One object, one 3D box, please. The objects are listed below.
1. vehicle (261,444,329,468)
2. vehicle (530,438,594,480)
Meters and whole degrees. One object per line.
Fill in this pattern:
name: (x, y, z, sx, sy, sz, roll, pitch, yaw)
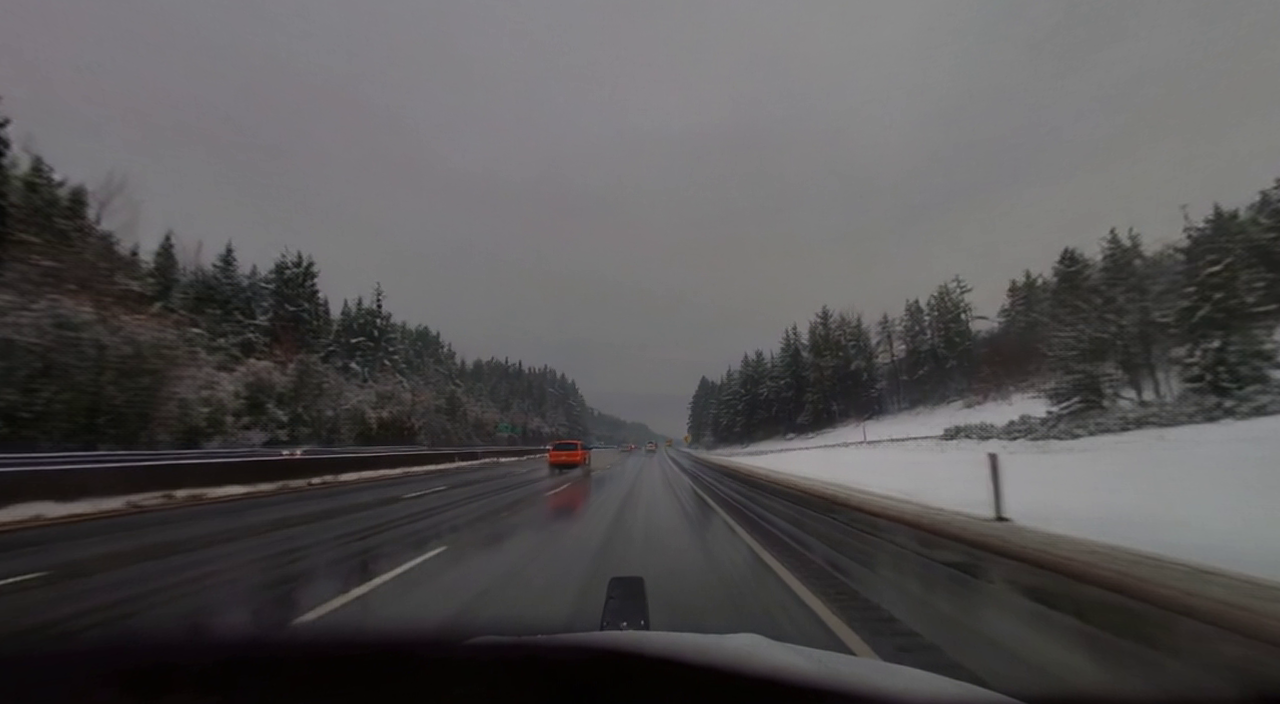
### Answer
vehicle: (-22.281, 6.708, 40.828, 1.791, 1.462, 4.451, 0, -8, 2)
vehicle: (-3.061, 4.296, 25.617, 2.015, 1.561, 4.469, 0, -8, 0)
